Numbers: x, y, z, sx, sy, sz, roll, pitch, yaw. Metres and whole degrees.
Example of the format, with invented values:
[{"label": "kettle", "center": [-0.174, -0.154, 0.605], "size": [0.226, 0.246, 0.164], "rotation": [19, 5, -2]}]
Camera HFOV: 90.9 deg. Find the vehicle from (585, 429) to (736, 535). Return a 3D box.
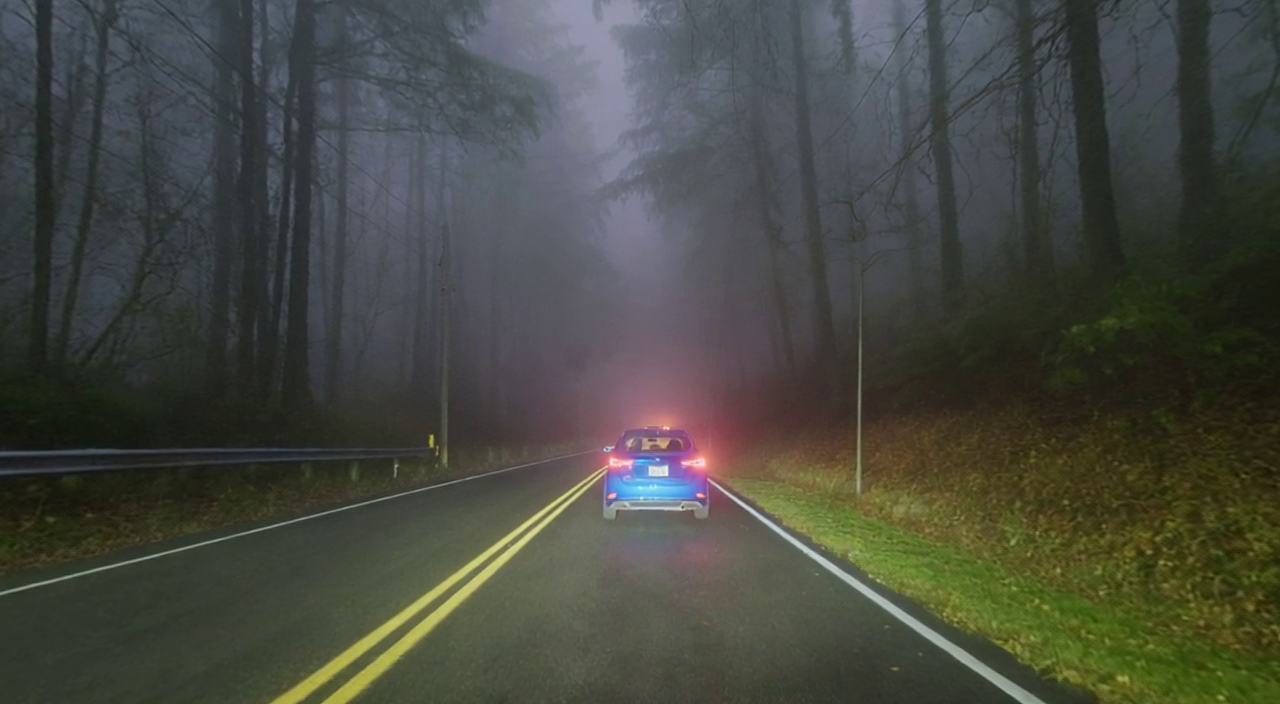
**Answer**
[{"label": "vehicle", "center": [0.311, 2.168, 11.071], "size": [2.187, 1.533, 3.726], "rotation": [0, -8, 1]}]
